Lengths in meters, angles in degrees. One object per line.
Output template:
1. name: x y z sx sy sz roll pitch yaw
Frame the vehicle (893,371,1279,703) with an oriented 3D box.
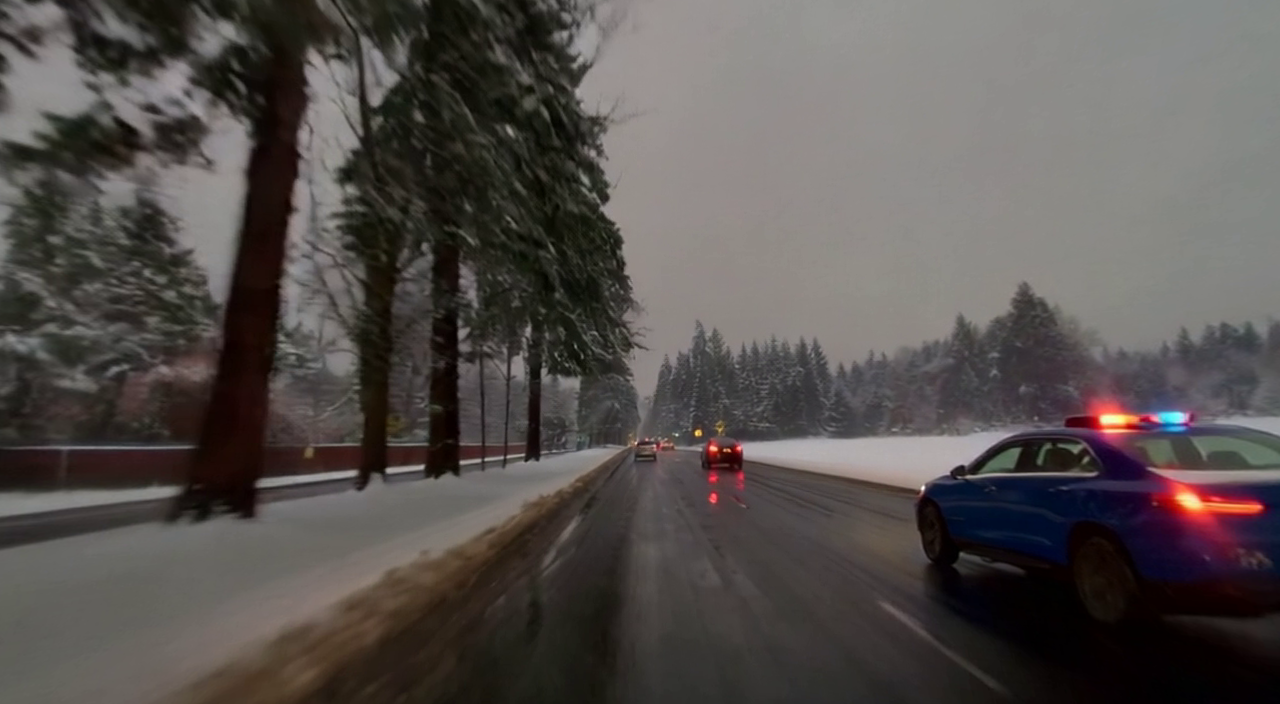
1. vehicle: 3.939 1.204 5.106 2.052 1.639 4.123 0 -8 0

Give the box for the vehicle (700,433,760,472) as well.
1. vehicle: 4.105 4.661 29.445 2.110 1.666 3.912 0 -8 -1

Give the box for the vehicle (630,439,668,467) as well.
1. vehicle: 0.469 5.786 36.302 2.026 1.466 4.282 0 -8 -1
